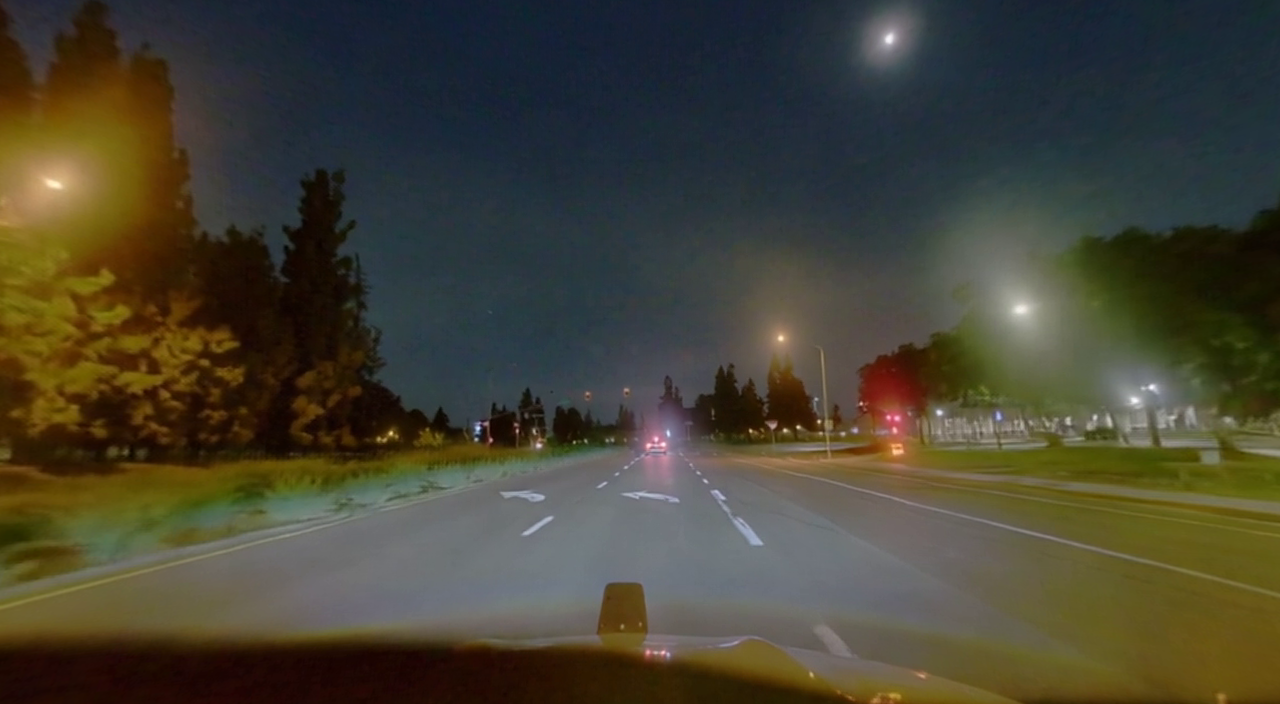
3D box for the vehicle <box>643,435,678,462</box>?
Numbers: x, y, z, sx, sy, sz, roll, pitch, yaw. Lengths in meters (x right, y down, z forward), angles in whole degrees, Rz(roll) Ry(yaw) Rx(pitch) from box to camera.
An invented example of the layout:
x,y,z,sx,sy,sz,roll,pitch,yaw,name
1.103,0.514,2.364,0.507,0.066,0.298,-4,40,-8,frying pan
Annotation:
x,y,z,sx,sy,sz,roll,pitch,yaw,name
1.461,6.612,43.246,2.298,1.770,4.138,-1,-8,3,vehicle
